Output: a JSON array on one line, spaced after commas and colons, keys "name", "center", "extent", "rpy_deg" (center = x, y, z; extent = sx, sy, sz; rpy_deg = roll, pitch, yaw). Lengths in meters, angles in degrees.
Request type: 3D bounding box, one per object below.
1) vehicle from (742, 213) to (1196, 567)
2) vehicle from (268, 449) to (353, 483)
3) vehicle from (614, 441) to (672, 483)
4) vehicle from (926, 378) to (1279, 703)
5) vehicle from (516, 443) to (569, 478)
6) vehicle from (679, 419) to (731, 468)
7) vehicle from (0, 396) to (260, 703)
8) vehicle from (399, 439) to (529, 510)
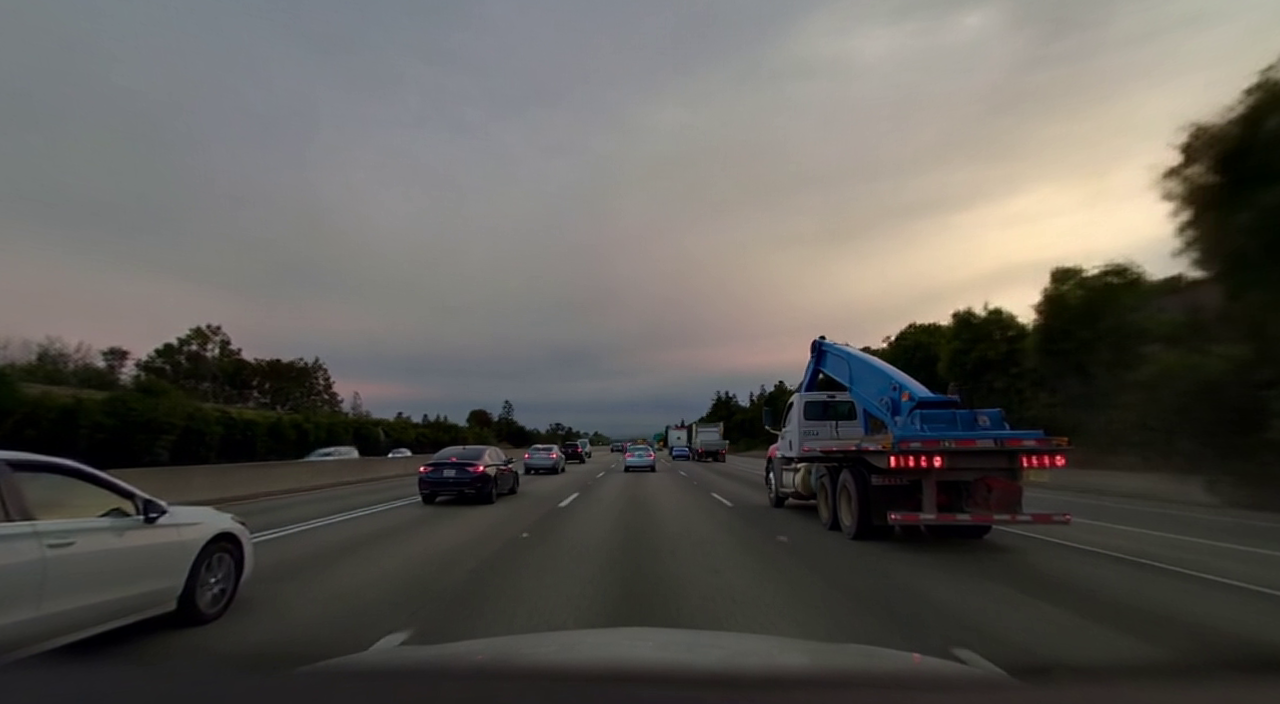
[{"name": "vehicle", "center": [3.943, 0.958, 10.581], "extent": [2.975, 3.618, 8.456], "rpy_deg": [0, -9, 0]}, {"name": "vehicle", "center": [-16.483, 5.674, 31.601], "extent": [1.932, 1.563, 4.305], "rpy_deg": [0, -9, 0]}, {"name": "vehicle", "center": [0.078, 4.385, 25.229], "extent": [2.150, 1.498, 3.988], "rpy_deg": [0, -9, -1]}, {"name": "vehicle", "center": [4.054, 0.981, 3.032], "extent": [2.599, 1.631, 5.693], "rpy_deg": [0, -9, -1]}, {"name": "vehicle", "center": [-4.570, 5.150, 30.006], "extent": [1.858, 1.527, 3.974], "rpy_deg": [0, -9, 0]}, {"name": "vehicle", "center": [4.010, 5.898, 40.108], "extent": [2.416, 2.829, 7.016], "rpy_deg": [0, -9, -2]}, {"name": "vehicle", "center": [-4.173, 1.009, 3.105], "extent": [1.978, 1.556, 4.119], "rpy_deg": [0, -9, 0]}, {"name": "vehicle", "center": [-4.233, 3.008, 15.934], "extent": [1.880, 1.507, 4.757], "rpy_deg": [0, -9, 1]}]
